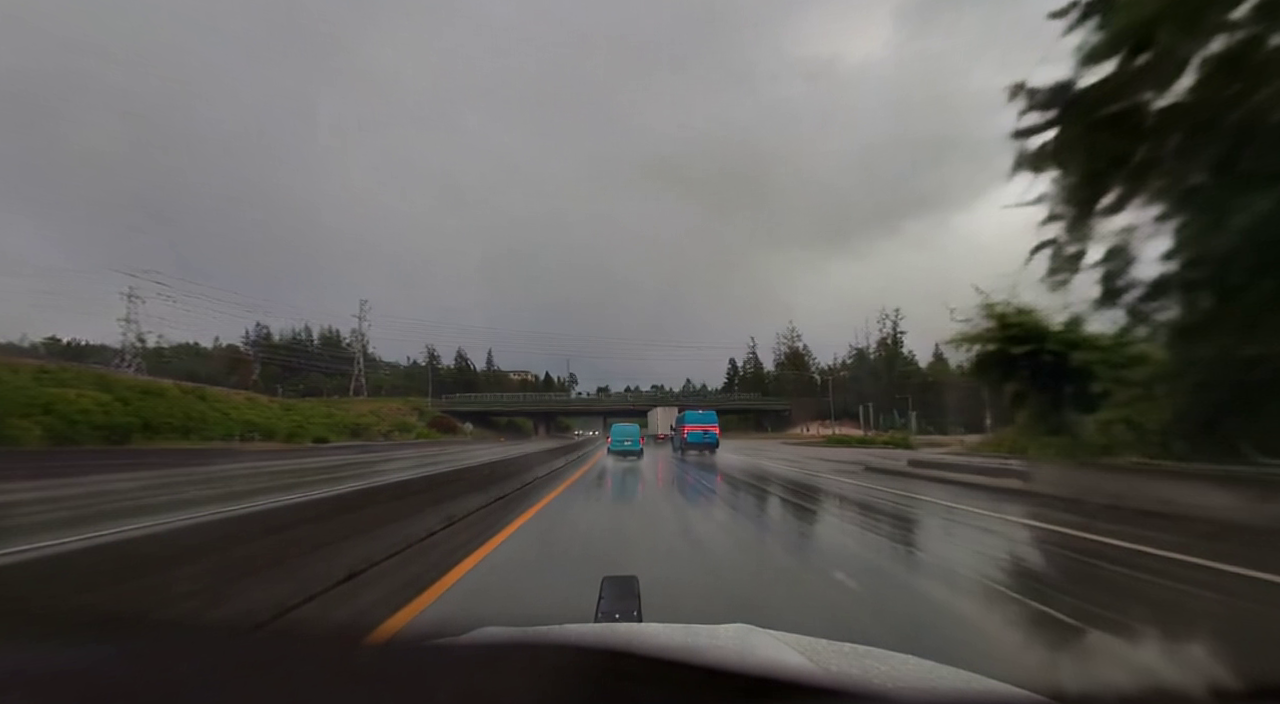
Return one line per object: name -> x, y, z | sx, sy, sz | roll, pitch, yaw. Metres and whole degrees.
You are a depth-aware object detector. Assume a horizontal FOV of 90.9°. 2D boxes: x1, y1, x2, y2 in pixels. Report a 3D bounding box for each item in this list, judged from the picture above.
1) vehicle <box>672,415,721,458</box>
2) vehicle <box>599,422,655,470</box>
vehicle -> 3.440, 5.276, 39.386 | 2.387, 2.506, 5.374 | 0, -8, -2
vehicle -> -0.544, 3.770, 25.480 | 2.073, 1.750, 4.116 | 0, -8, -2
